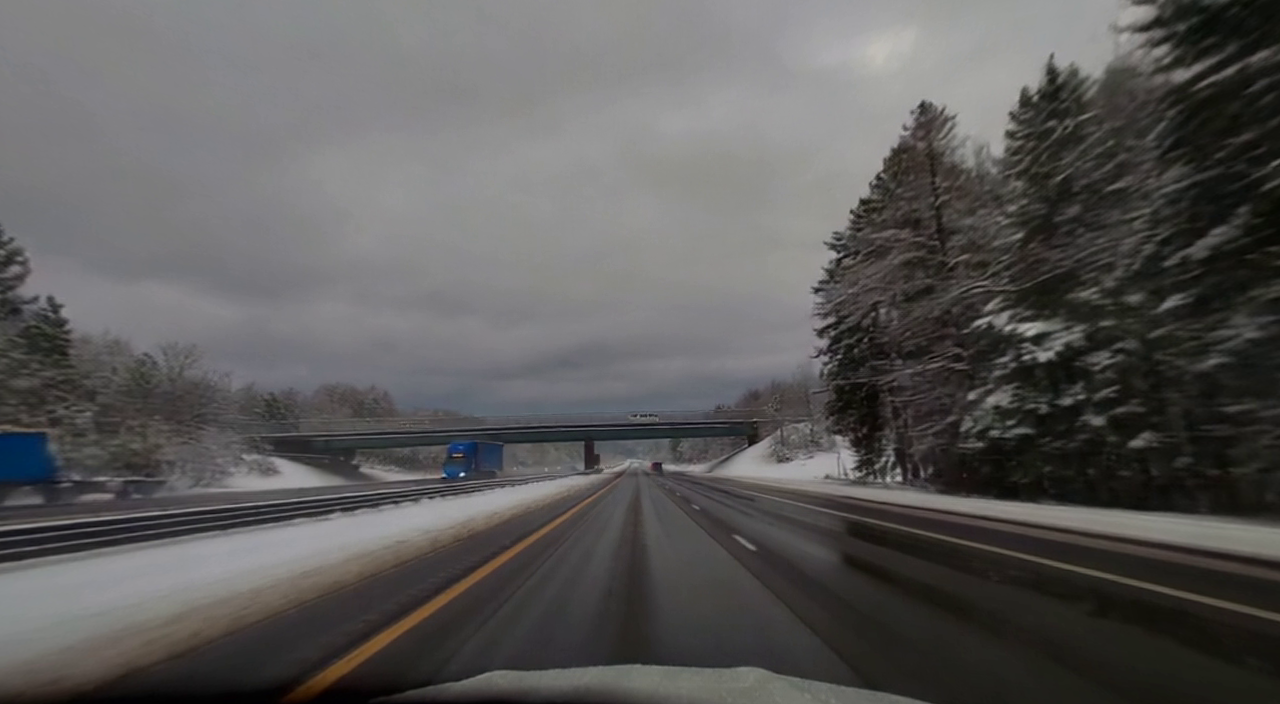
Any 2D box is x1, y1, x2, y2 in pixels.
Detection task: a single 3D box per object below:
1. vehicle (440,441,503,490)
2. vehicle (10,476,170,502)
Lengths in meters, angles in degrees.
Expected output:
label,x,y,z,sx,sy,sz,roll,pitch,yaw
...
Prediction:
label,x,y,z,sx,sy,sz,roll,pitch,yaw
vehicle,-13.094,8.972,49.665,2.833,3.465,7.407,1,-10,0
vehicle,-30.897,7.754,35.957,2.416,1.131,7.589,1,-10,0
